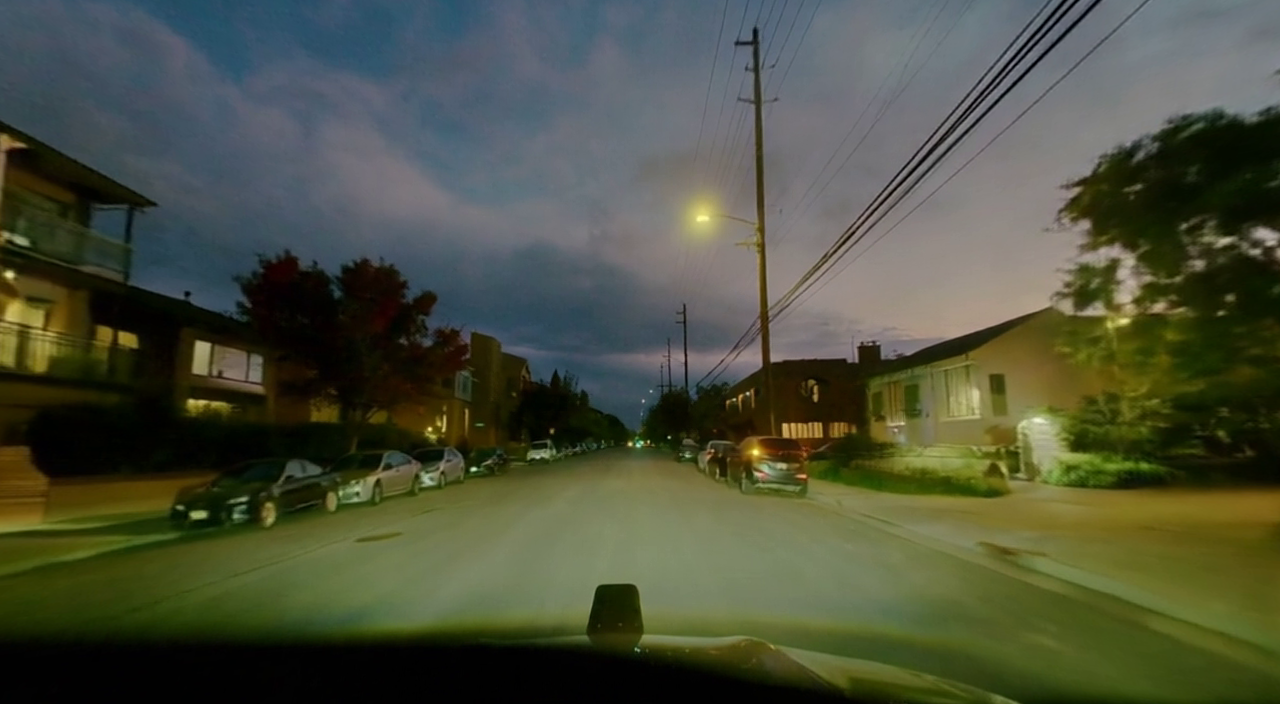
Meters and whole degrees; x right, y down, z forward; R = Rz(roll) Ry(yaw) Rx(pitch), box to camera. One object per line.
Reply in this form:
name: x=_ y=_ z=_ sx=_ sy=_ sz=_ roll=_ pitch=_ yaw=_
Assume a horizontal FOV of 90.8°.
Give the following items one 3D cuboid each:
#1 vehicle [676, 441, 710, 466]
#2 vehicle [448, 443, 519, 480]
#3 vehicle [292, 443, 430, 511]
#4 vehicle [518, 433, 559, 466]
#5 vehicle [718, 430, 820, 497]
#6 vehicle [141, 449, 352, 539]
vehicle: x=3.655 y=7.059 z=44.226 sx=1.925 sy=1.634 sz=4.419 roll=0 pitch=-8 yaw=0
vehicle: x=-7.456 y=5.226 z=30.608 sx=2.145 sy=1.488 sz=4.646 roll=-2 pitch=-8 yaw=1
vehicle: x=-7.777 y=3.541 z=18.222 sx=1.917 sy=1.618 sz=4.825 roll=-1 pitch=-10 yaw=-2
vehicle: x=-7.725 y=7.500 z=48.774 sx=2.351 sy=2.251 sz=5.856 roll=-2 pitch=-8 yaw=-2
vehicle: x=3.609 y=3.215 z=18.591 sx=2.095 sy=1.694 sz=4.592 roll=-1 pitch=-8 yaw=1
vehicle: x=-7.636 y=2.726 z=12.832 sx=1.873 sy=1.437 sz=4.068 roll=-1 pitch=-8 yaw=-4
